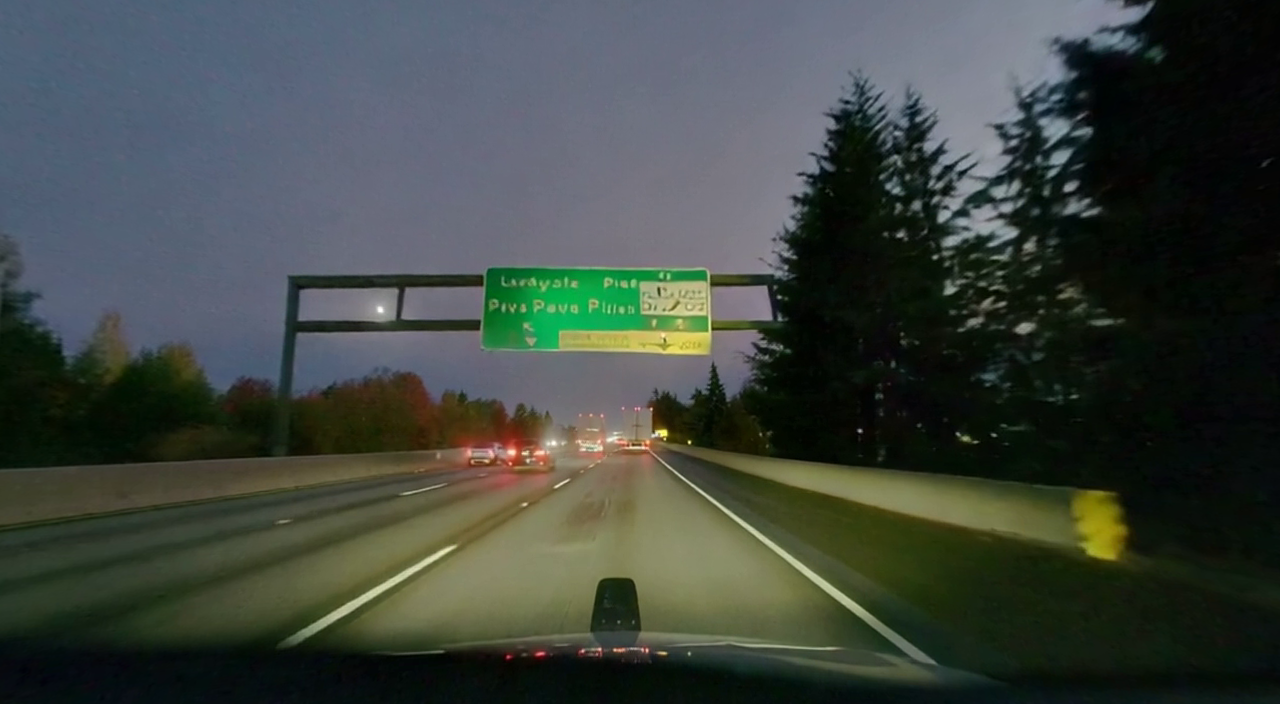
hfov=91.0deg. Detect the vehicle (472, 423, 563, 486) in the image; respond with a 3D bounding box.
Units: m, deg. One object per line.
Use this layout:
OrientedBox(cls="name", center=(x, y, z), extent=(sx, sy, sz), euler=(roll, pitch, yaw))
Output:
OrientedBox(cls="vehicle", center=(-3.947, 3.404, 21.266), extent=(2.127, 1.839, 4.984), euler=(0, -8, -1))
